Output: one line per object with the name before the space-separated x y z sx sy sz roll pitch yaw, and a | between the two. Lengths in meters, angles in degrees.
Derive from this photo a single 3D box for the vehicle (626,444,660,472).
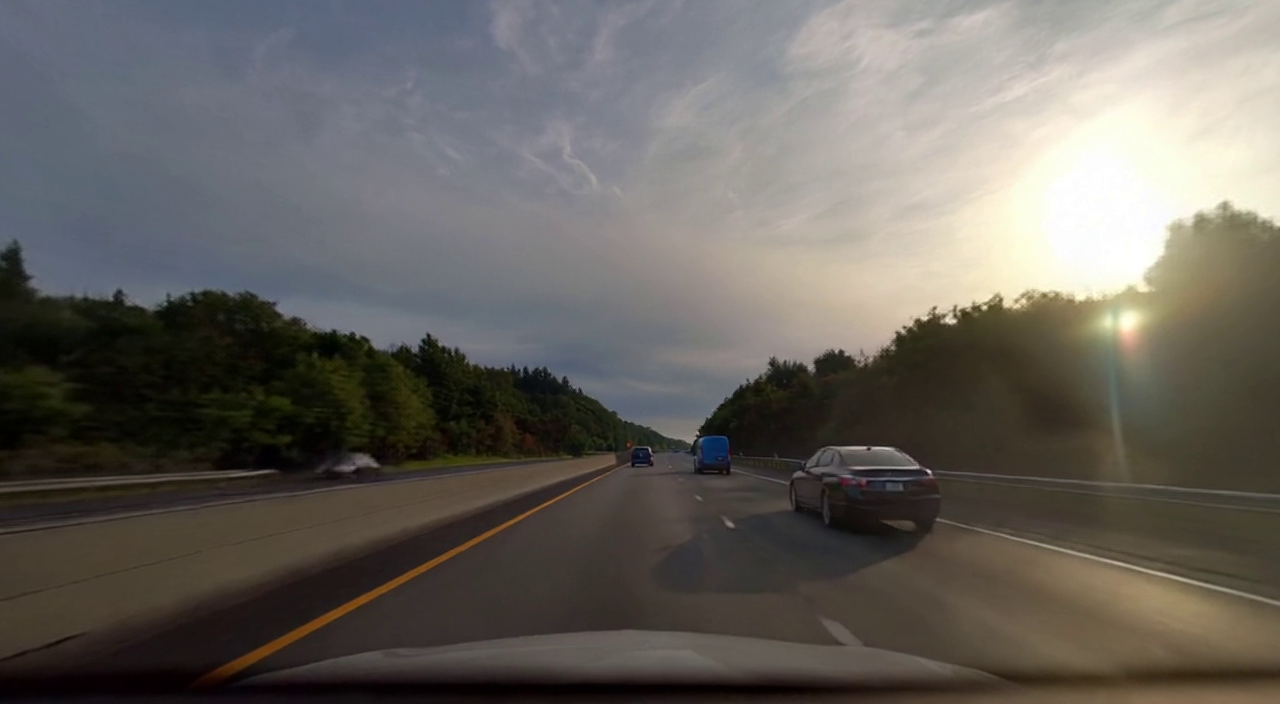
vehicle | 0.210 6.893 41.102 2.087 1.707 4.316 -1 -9 1

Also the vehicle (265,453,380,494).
vehicle | -12.425 4.755 25.069 2.071 1.427 4.697 -1 -9 1

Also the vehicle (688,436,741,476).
vehicle | 4.154 5.916 35.963 2.371 2.045 4.768 0 -9 0

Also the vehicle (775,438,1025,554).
vehicle | 3.793 2.193 10.404 2.043 1.431 4.922 0 -9 0
